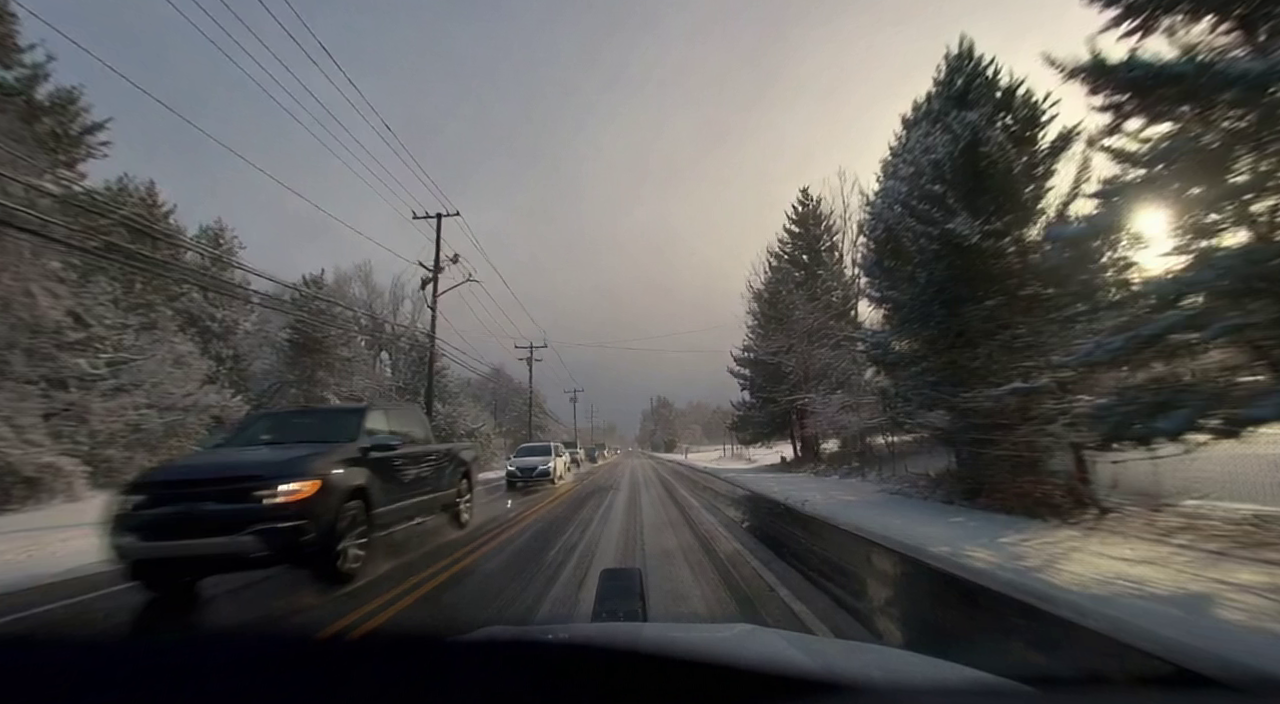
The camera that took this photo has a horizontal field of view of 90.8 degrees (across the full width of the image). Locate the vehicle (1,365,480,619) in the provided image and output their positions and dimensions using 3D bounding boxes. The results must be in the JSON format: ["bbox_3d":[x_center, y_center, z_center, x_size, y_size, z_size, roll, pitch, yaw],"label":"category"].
[{"bbox_3d":[-4.378,1.667,8.812,2.908,2.204,5.985,-2,-8,-2],"label":"vehicle"}]

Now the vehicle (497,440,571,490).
[{"bbox_3d":[-4.087,4.389,25.078,2.238,1.674,4.657,-2,-8,-2],"label":"vehicle"}]
